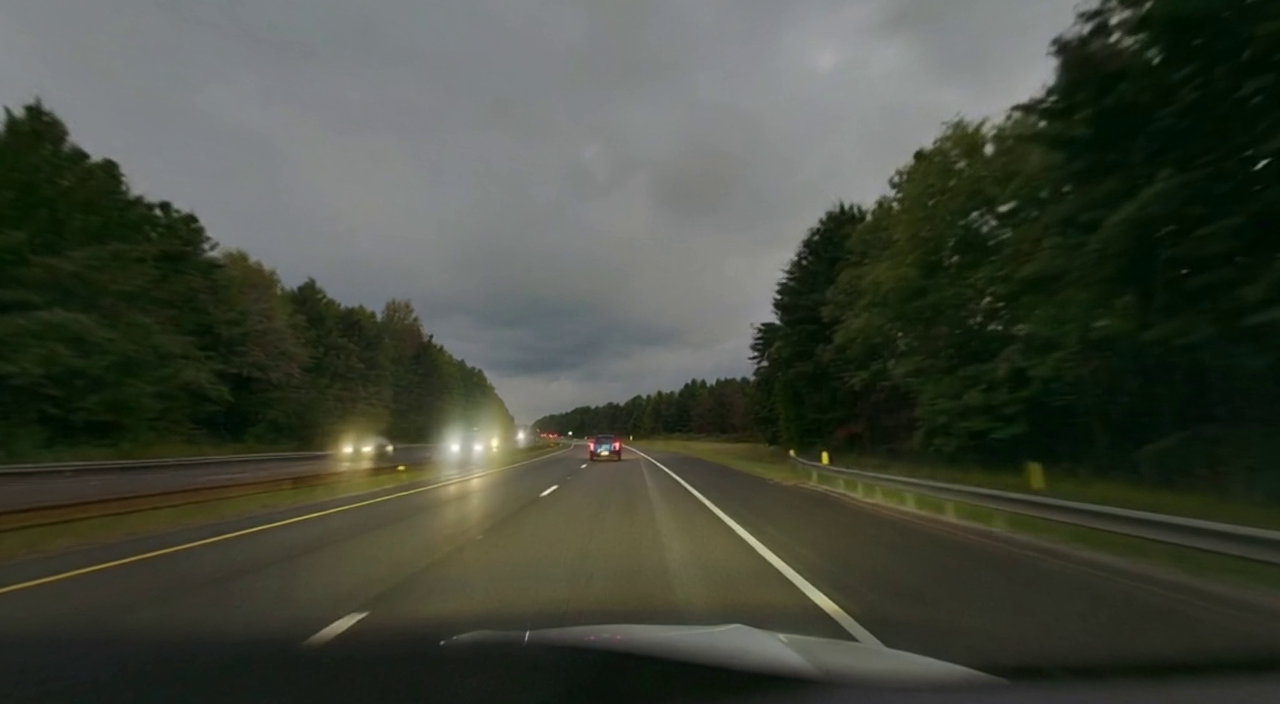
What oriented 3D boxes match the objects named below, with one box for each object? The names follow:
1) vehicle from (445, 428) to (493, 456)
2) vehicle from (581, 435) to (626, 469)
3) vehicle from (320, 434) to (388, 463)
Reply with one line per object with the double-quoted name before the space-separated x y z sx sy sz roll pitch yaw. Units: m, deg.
"vehicle" -12.769 6.764 47.311 2.237 1.989 5.436 0 -8 -2
"vehicle" -1.712 4.798 30.447 2.004 1.515 3.968 0 -8 -1
"vehicle" -16.160 5.472 35.814 1.891 1.513 4.450 0 -8 -2
